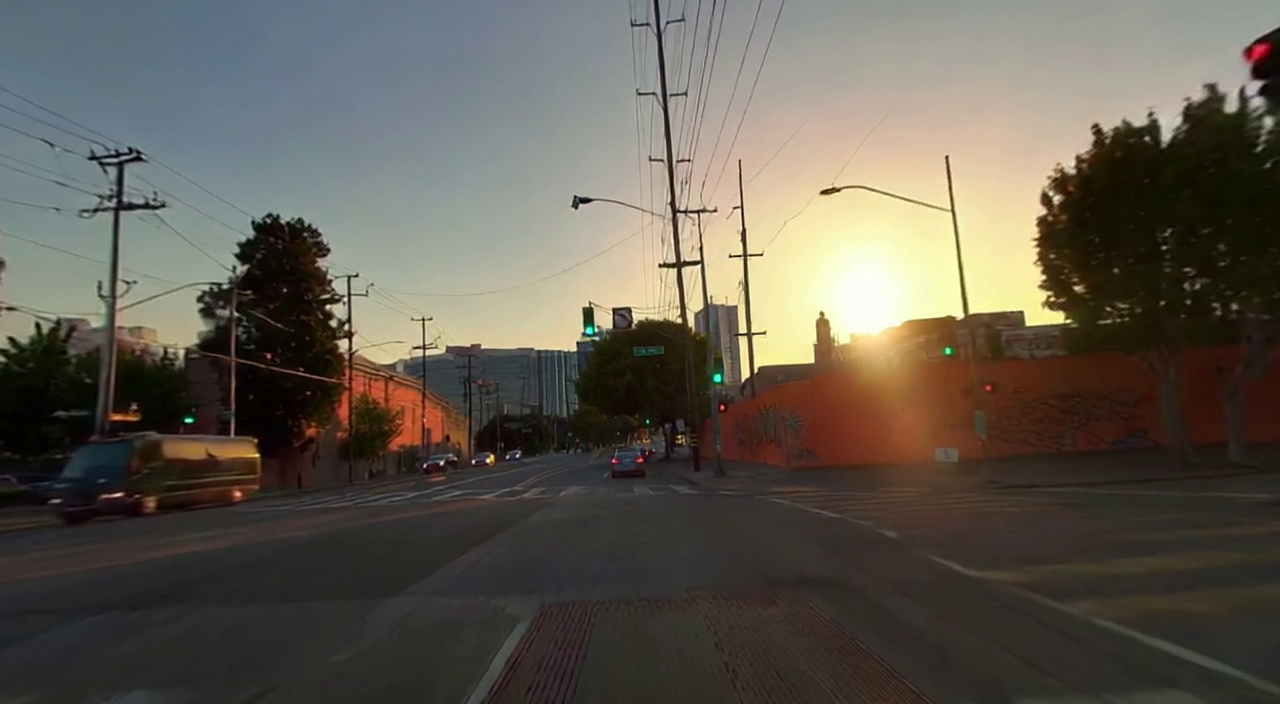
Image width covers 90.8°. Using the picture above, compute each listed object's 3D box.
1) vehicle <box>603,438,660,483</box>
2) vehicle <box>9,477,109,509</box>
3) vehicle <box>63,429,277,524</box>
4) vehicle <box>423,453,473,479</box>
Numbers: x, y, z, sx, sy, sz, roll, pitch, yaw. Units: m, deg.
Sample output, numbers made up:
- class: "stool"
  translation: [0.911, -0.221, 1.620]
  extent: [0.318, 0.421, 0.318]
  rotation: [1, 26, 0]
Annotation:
- class: "vehicle"
  translation: [-0.333, 4.316, 25.447]
  extent: [2.105, 1.611, 3.750]
  rotation: [-1, -8, -1]
- class: "vehicle"
  translation: [-32.622, 7.901, 35.613]
  extent: [1.821, 1.468, 3.884]
  rotation: [-1, -8, 3]
- class: "vehicle"
  translation: [-15.757, 4.110, 21.956]
  extent: [2.356, 2.730, 6.606]
  rotation: [-1, -8, 0]
- class: "vehicle"
  translation: [-13.084, 7.764, 43.336]
  extent: [1.992, 1.585, 4.375]
  rotation: [-1, -8, 0]
